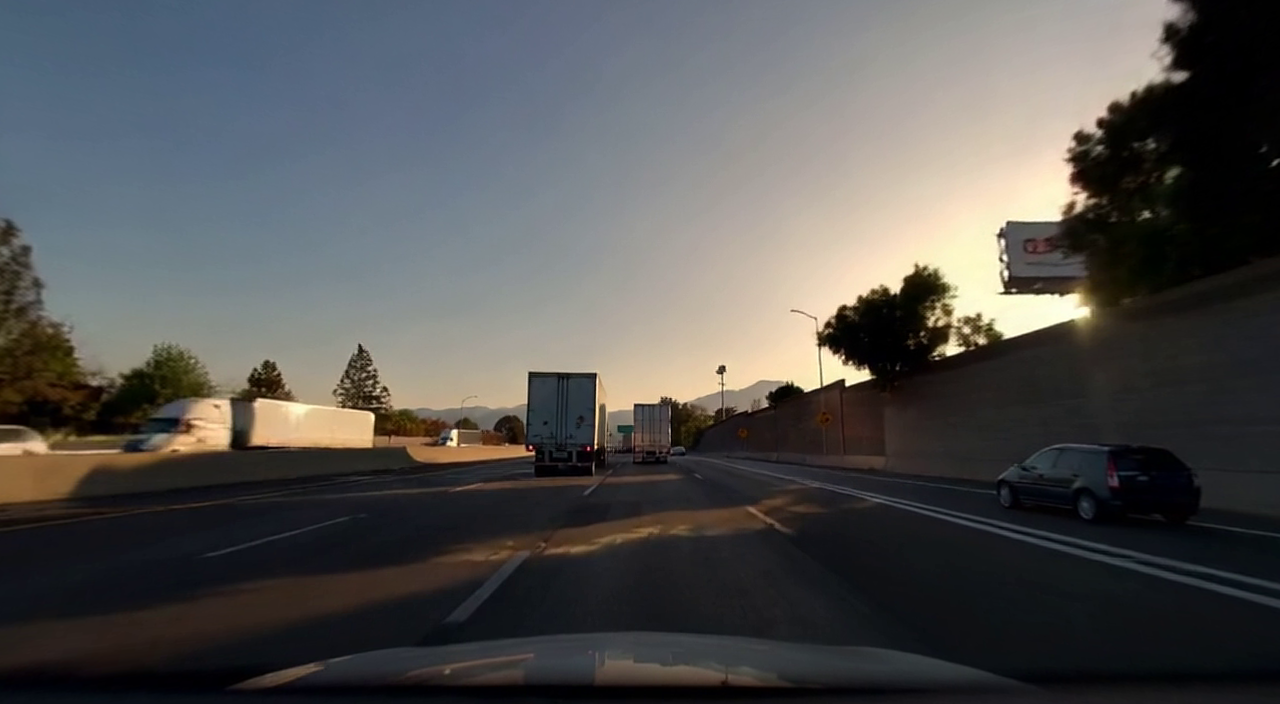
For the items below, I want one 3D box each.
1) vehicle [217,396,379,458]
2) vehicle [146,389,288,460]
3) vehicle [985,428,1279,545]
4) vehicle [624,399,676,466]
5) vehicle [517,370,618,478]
[{"bbox_3d":[-25.153,6.089,48.337,2.895,3.951,16.404,0,-9,1],"label":"vehicle"},{"bbox_3d":[-25.310,4.553,38.347,3.130,3.891,7.268,0,-9,3],"label":"vehicle"},{"bbox_3d":[8.146,2.125,10.774,1.969,1.560,4.394,1,-8,-1],"label":"vehicle"},{"bbox_3d":[0.669,5.546,43.022,3.054,3.944,11.230,0,-8,1],"label":"vehicle"},{"bbox_3d":[-2.857,3.420,29.072,2.962,3.947,11.574,0,-8,1],"label":"vehicle"}]
